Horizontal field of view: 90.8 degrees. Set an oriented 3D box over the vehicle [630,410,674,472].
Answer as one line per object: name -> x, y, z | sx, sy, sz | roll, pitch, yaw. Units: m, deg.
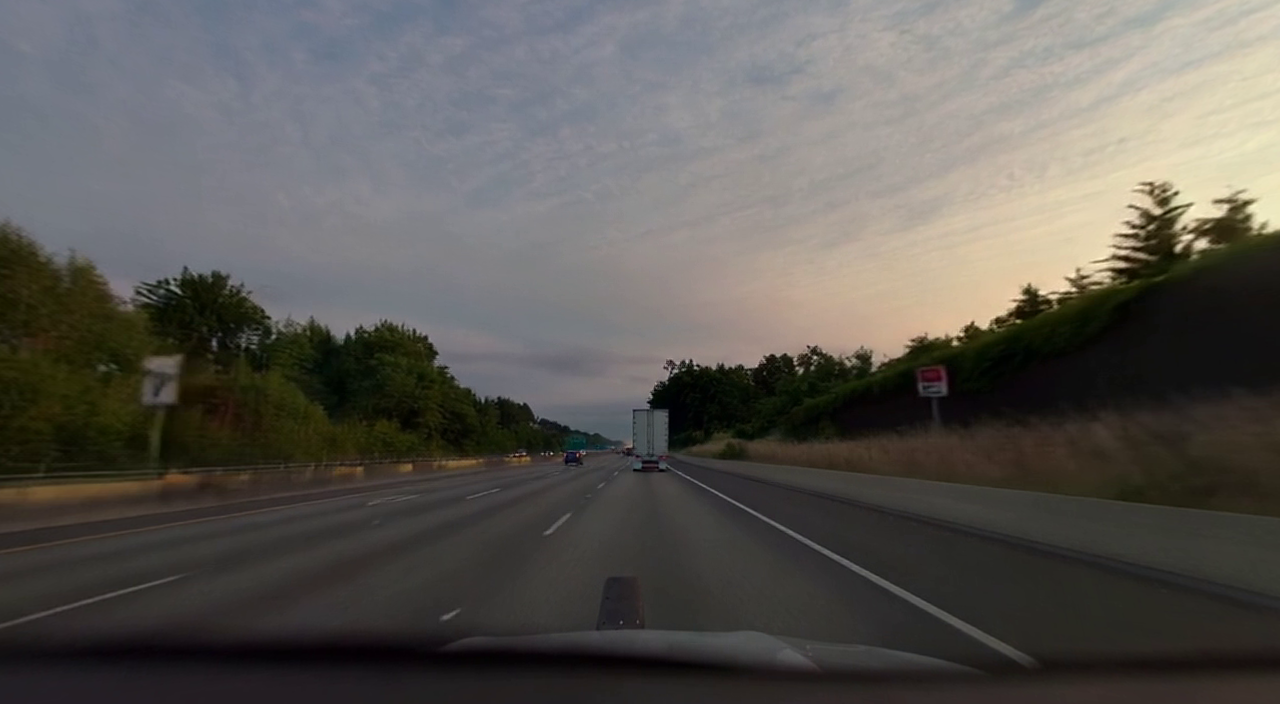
vehicle -> 0.784, 7.044, 49.000 | 2.901, 4.032, 14.338 | 0, -9, 0
